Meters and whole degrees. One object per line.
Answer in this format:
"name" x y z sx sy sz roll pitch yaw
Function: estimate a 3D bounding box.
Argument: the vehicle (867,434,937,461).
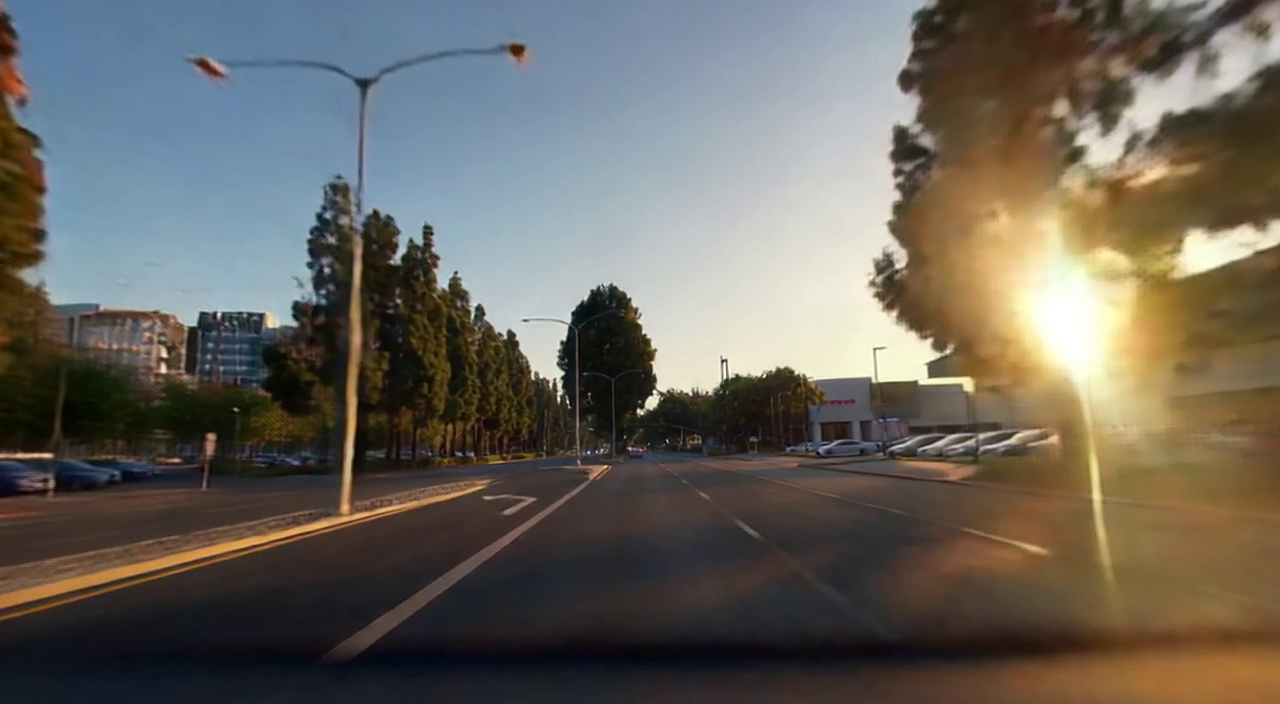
"vehicle" 17.293 6.347 42.040 2.196 1.667 5.262 0 -9 -3

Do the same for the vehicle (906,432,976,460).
"vehicle" 17.494 5.514 36.938 1.841 1.471 4.367 -2 -9 -1

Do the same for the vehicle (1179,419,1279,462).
"vehicle" 22.878 3.335 23.745 1.800 1.455 3.806 0 -9 -1

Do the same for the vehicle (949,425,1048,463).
"vehicle" 17.690 4.620 31.518 1.912 1.646 4.870 -1 -9 -2

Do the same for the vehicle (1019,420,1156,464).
"vehicle" 18.165 3.712 26.009 1.890 1.612 4.797 1 -9 -4
